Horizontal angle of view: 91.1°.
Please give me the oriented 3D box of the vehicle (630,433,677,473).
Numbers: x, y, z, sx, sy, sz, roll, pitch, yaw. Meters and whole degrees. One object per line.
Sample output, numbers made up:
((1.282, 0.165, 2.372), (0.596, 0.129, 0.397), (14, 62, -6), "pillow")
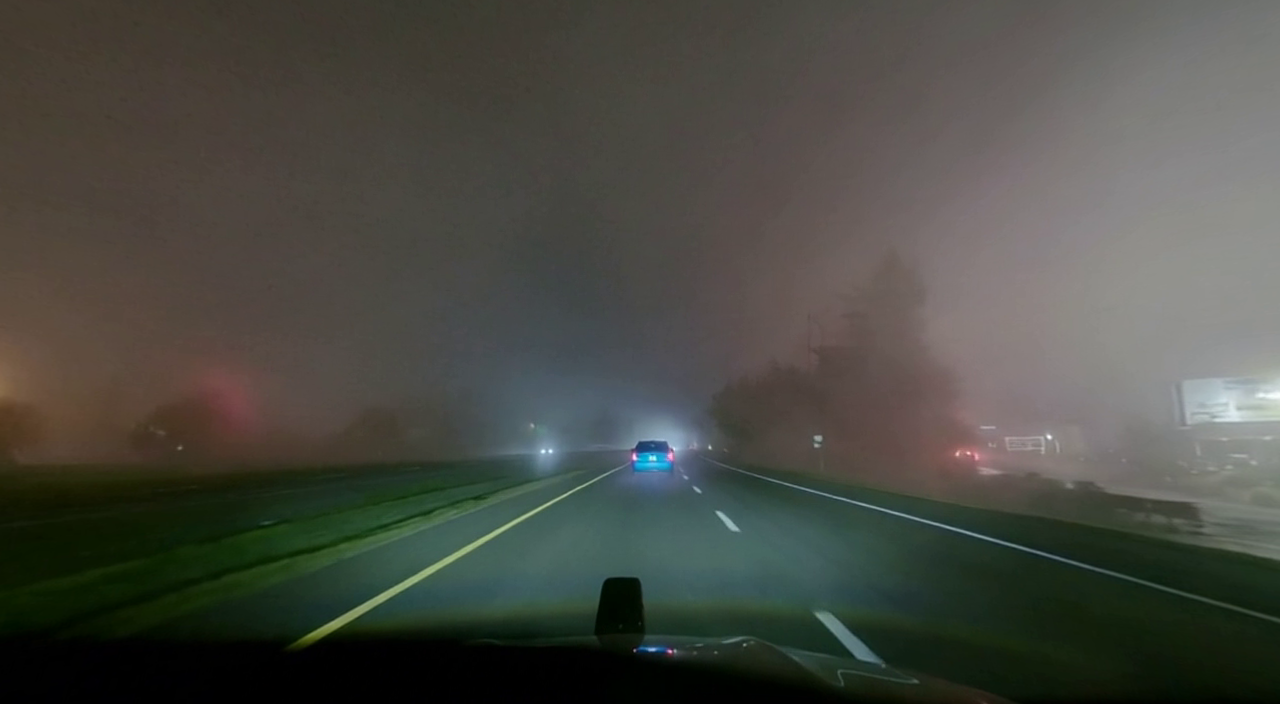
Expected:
((0.898, 5.863, 36.678), (2.546, 2.126, 5.153), (-1, -9, 3), "vehicle")
